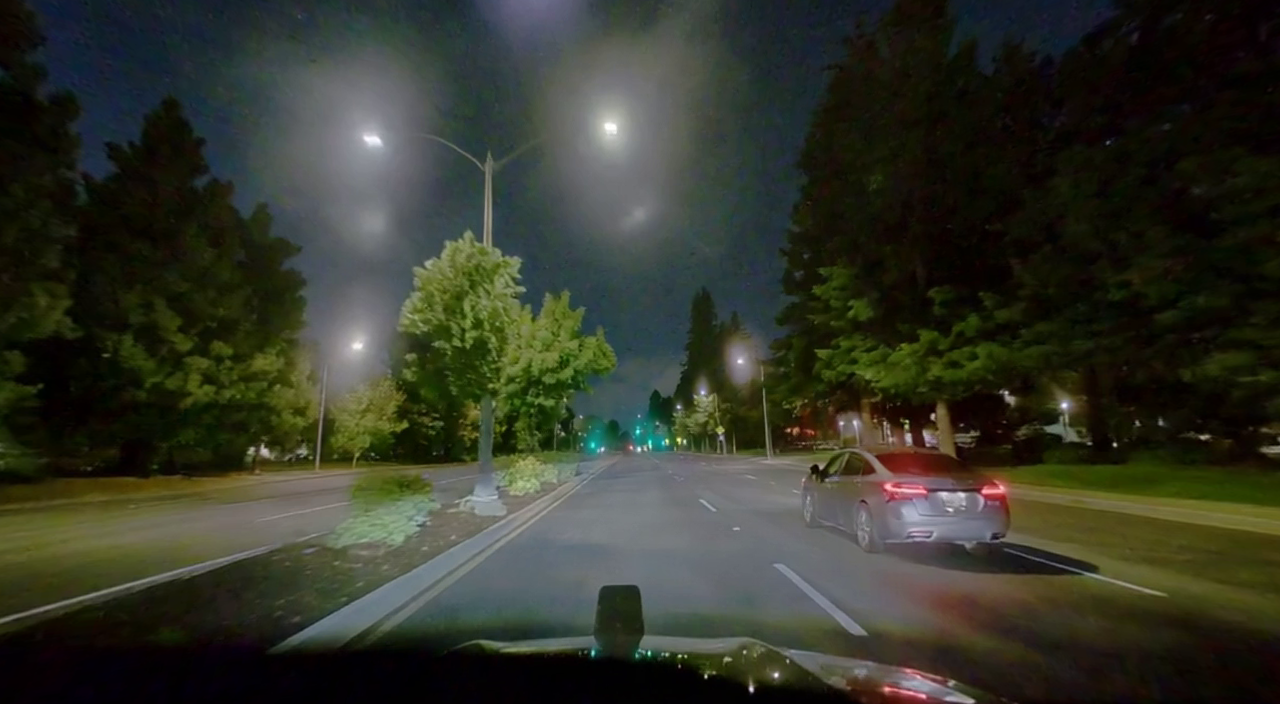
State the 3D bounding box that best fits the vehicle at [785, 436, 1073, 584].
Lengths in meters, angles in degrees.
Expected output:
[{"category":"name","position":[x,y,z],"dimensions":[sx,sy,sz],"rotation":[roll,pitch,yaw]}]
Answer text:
[{"category":"vehicle","position":[3.370,1.891,8.416],"dimensions":[1.852,1.453,4.083],"rotation":[0,-9,-1]}]
